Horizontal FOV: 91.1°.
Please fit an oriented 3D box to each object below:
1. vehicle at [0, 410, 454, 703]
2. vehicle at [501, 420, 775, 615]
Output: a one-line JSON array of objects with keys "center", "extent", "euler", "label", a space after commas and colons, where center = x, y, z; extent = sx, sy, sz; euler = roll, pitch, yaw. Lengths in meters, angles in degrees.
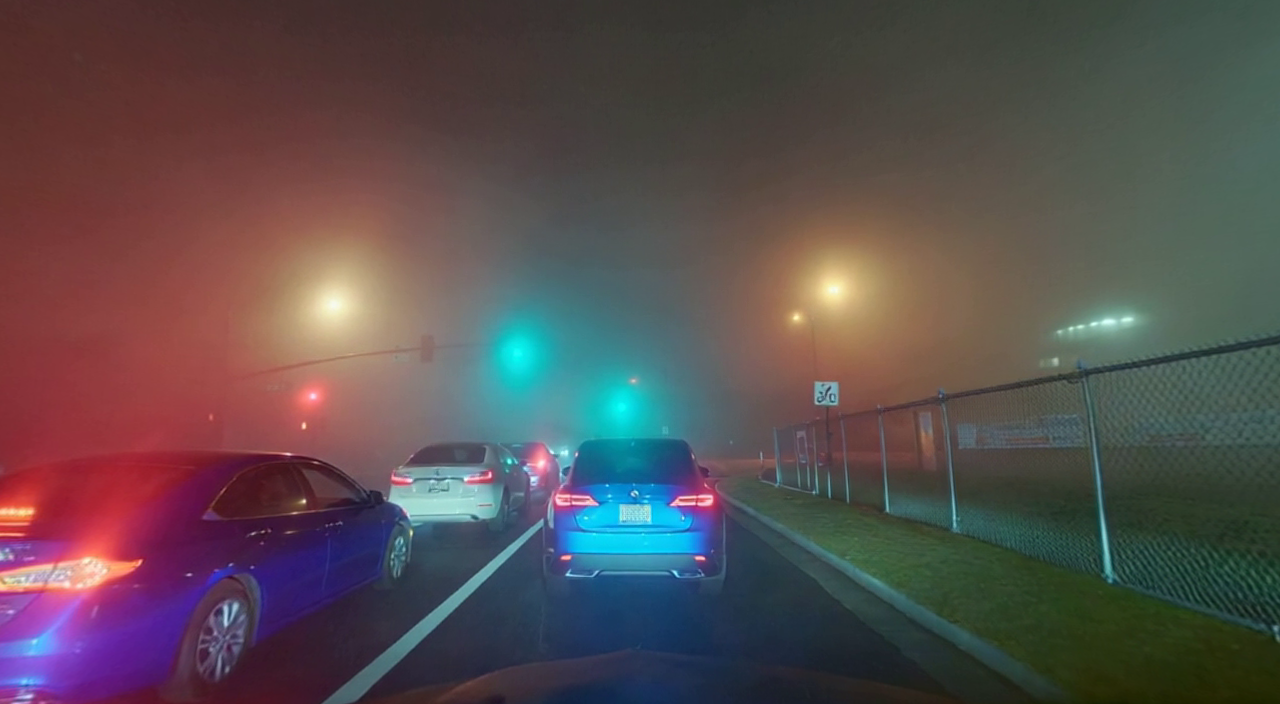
[{"center": [-3.203, 1.335, 4.954], "extent": [1.971, 1.488, 4.581], "euler": [0, -9, 1], "label": "vehicle"}, {"center": [-0.014, 1.603, 7.019], "extent": [2.144, 1.514, 4.063], "euler": [0, -9, 0], "label": "vehicle"}]
